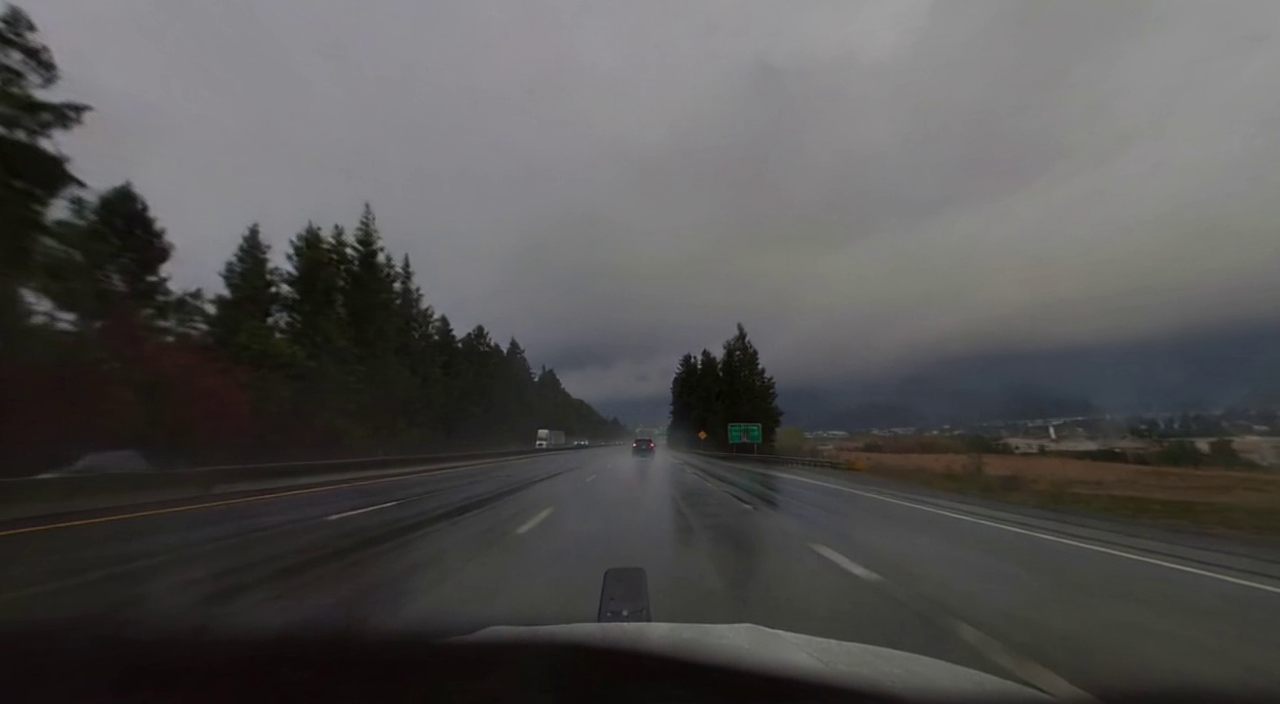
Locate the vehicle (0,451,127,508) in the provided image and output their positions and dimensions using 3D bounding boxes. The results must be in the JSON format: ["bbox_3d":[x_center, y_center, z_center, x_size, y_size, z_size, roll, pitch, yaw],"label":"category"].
[{"bbox_3d":[-17.888,3.717,18.808,1.747,1.448,3.879,0,-8,0],"label":"vehicle"}]
